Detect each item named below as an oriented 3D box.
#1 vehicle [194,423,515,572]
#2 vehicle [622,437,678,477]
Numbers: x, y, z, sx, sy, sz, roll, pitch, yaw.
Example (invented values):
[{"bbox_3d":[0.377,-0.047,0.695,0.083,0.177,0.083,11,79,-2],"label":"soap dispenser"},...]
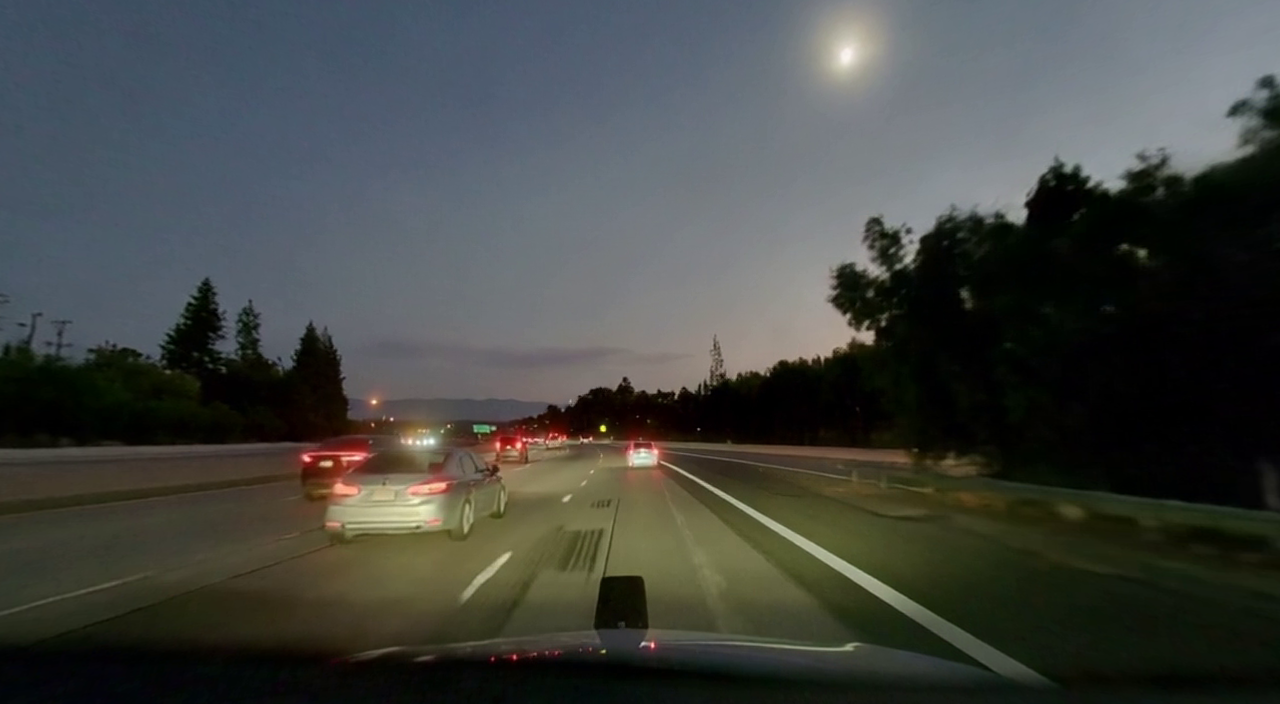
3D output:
[{"bbox_3d":[-3.463,1.888,9.087,2.246,1.519,4.980,0,-9,1],"label":"vehicle"},{"bbox_3d":[0.311,4.139,25.052,2.051,1.444,3.927,0,-9,-2],"label":"vehicle"}]
